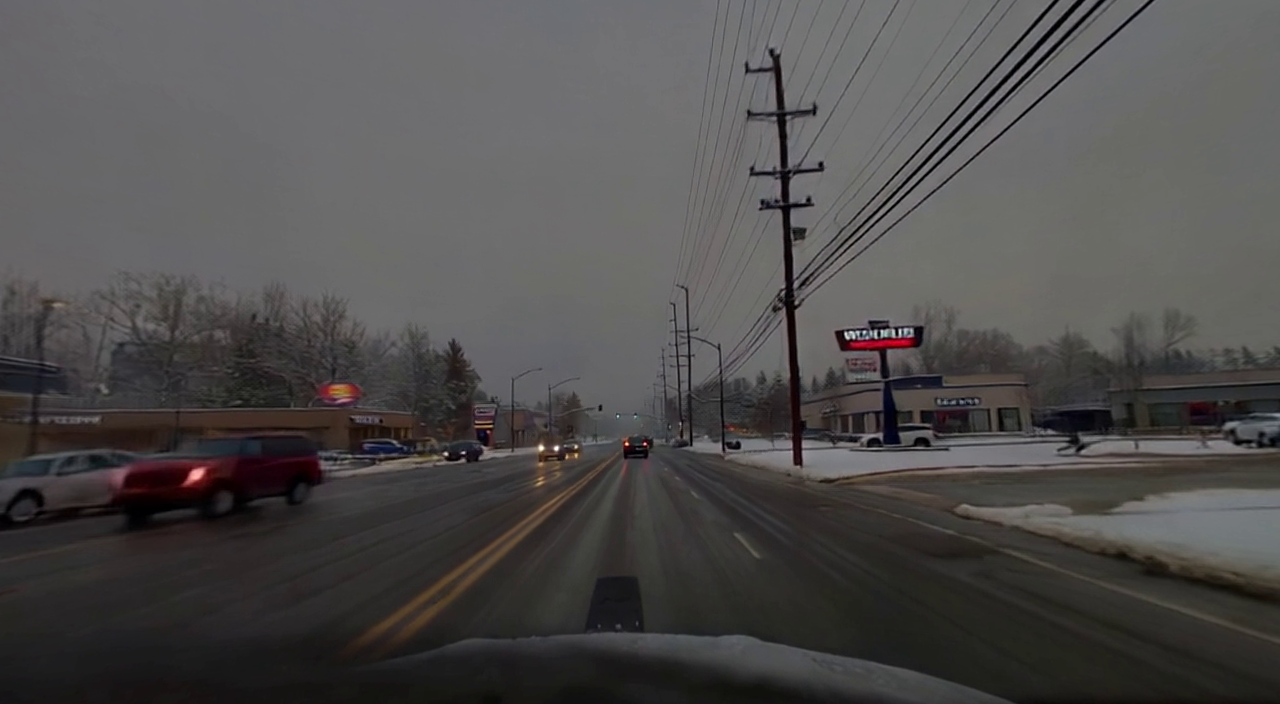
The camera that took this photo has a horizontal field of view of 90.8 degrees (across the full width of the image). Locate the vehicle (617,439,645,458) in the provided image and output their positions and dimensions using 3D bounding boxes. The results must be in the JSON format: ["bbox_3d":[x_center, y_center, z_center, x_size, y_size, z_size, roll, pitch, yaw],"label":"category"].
[{"bbox_3d":[-0.703,7.601,49.875,2.097,1.472,4.544,0,-8,-1],"label":"vehicle"}]

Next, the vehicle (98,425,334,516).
[{"bbox_3d":[-9.261,2.605,14.508,1.940,1.698,5.028,0,-8,0],"label":"vehicle"}]

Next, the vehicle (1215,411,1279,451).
[{"bbox_3d":[33.580,4.081,33.173,4.680,1.812,2.102,-3,-6,-2],"label":"vehicle"}]

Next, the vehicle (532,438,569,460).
[{"bbox_3d":[-6.568,7.200,46.922,1.987,1.515,4.789,0,-8,1],"label":"vehicle"}]

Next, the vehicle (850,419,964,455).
[{"bbox_3d":[13.515,4.301,32.152,4.836,1.750,2.079,0,-7,-1],"label":"vehicle"}]

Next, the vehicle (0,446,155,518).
[{"bbox_3d":[-14.814,3.109,15.463,1.954,1.519,5.051,-1,-8,-1],"label":"vehicle"}]
